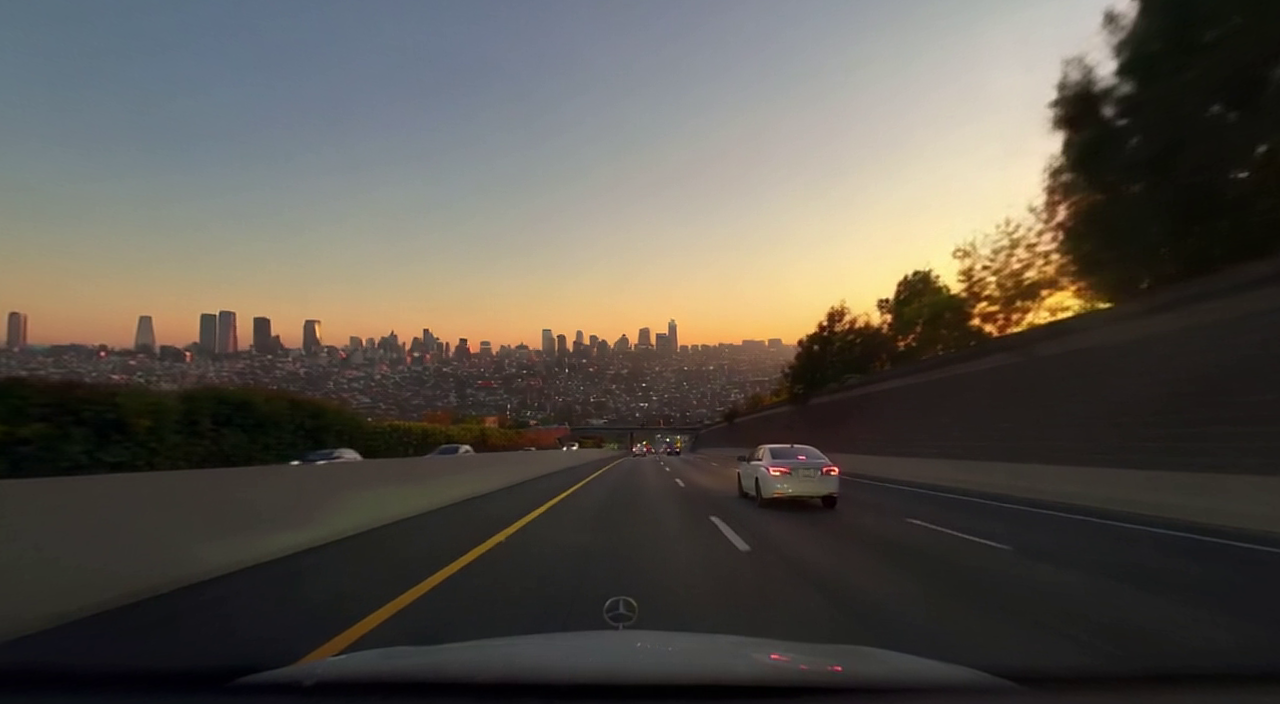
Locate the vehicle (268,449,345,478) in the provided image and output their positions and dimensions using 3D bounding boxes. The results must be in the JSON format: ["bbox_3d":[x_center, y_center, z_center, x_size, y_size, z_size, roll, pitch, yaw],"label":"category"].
[{"bbox_3d":[-20.092,6.700,38.288,1.976,1.589,4.669,0,-9,2],"label":"vehicle"}]

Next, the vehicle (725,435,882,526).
[{"bbox_3d":[3.113,2.548,13.170,1.982,1.533,4.612,0,-9,-1],"label":"vehicle"}]
